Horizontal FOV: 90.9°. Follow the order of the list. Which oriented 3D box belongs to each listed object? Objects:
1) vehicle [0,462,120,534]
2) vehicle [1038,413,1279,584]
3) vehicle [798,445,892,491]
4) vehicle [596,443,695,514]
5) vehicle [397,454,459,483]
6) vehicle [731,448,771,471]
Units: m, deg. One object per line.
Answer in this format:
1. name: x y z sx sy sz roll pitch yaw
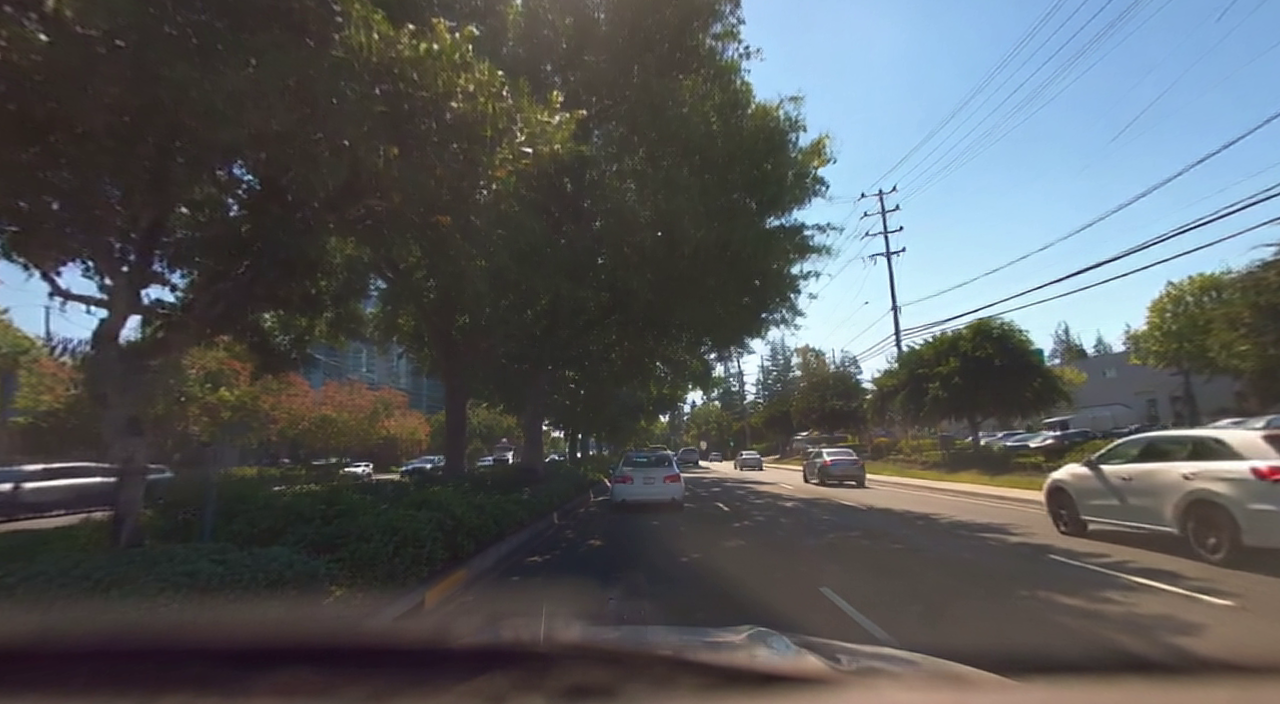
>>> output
1. vehicle: -15.063 3.465 15.246 1.701 1.494 3.791 0 -8 0
2. vehicle: 7.252 1.636 7.562 1.983 1.649 4.557 0 -8 1
3. vehicle: 7.246 4.126 22.858 1.850 1.480 4.474 0 -8 -1
4. vehicle: 0.134 2.997 15.470 2.108 1.479 3.935 0 -8 0
5. vehicle: -12.088 6.636 36.316 1.942 1.481 4.621 0 -8 1
6. vehicle: 7.734 7.508 44.273 1.899 1.458 4.499 0 -8 -1
